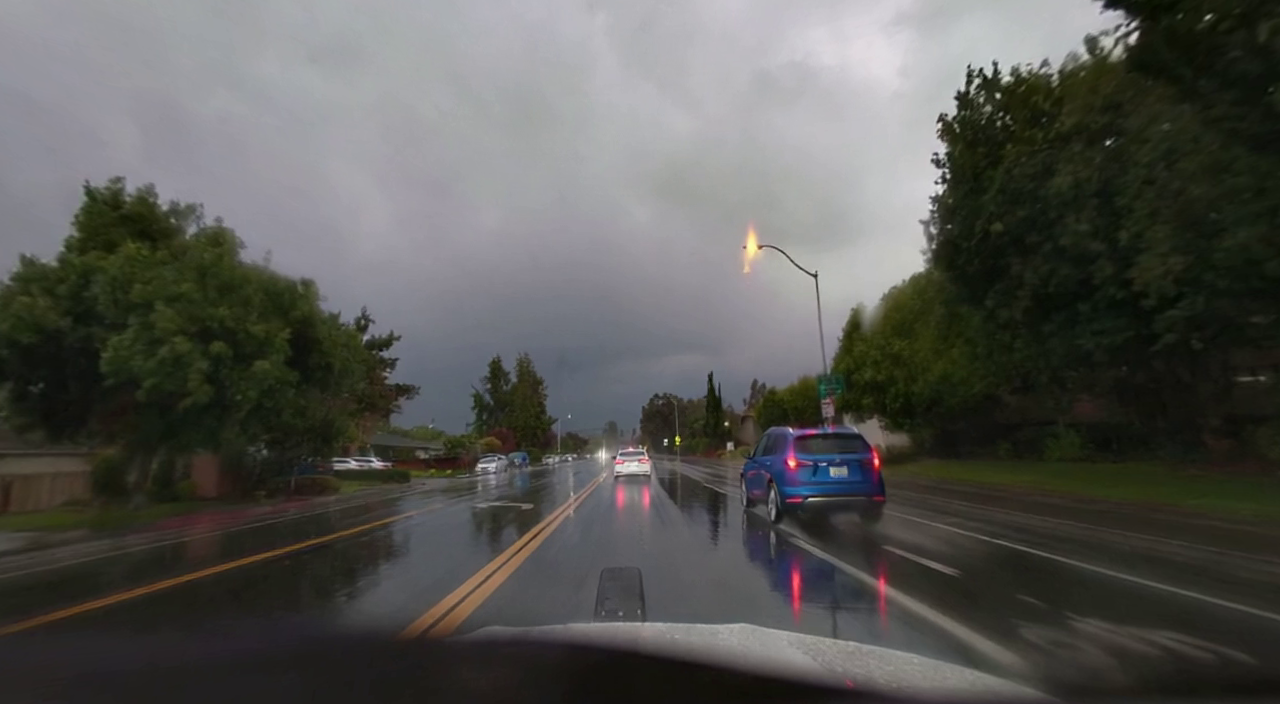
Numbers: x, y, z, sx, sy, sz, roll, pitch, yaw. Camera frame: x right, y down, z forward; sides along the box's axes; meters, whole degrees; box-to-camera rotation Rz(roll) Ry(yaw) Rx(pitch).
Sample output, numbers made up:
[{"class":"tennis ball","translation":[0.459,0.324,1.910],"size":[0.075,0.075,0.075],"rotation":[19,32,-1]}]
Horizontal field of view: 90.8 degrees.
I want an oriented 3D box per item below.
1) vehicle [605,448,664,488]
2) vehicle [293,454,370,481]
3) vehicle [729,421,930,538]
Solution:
[{"class":"vehicle","translation":[-0.225,4.593,25.413],"size":[2.196,1.449,4.006],"rotation":[0,-9,0]},{"class":"vehicle","translation":[-21.087,7.910,43.307],"size":[4.240,1.717,2.043],"rotation":[0,-8,-2]},{"class":"vehicle","translation":[3.249,2.307,12.098],"size":[2.200,1.763,4.676],"rotation":[0,-9,-3]}]
